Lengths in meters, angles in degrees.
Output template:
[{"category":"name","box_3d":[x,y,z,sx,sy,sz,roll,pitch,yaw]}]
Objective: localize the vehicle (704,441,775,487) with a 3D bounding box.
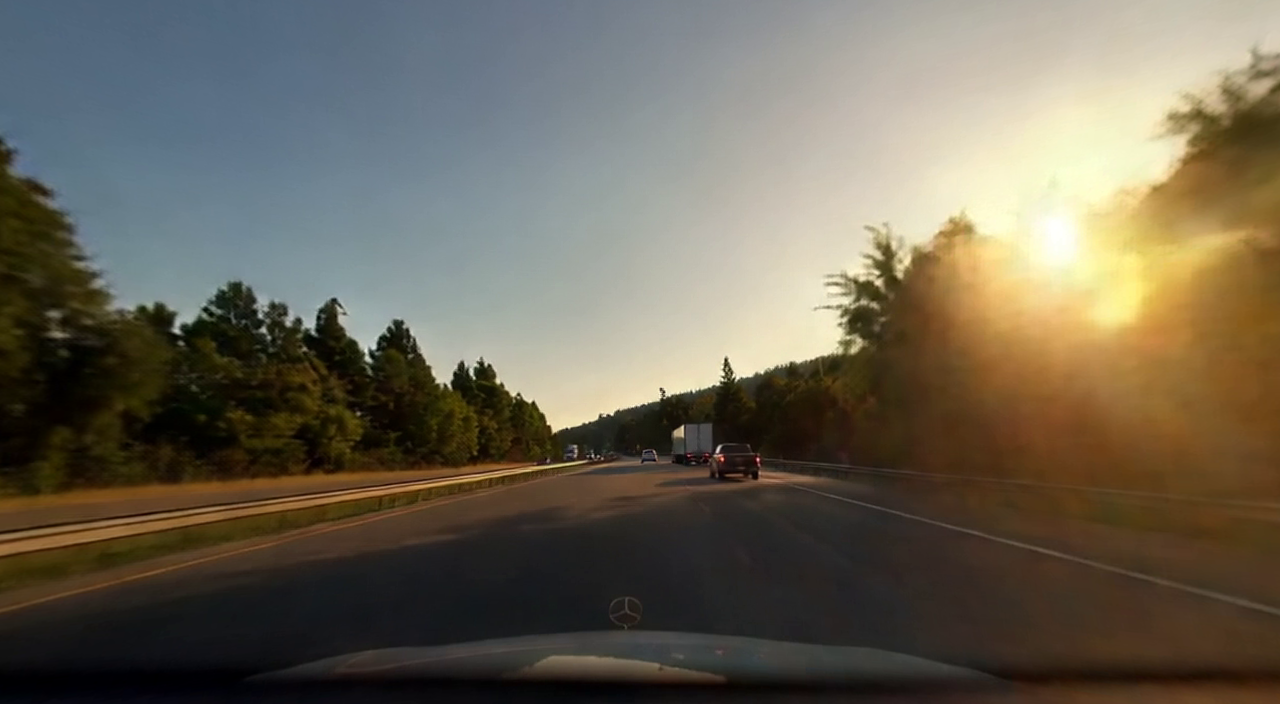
[{"category":"vehicle","box_3d":[3.831,4.403,25.068,2.096,1.653,4.185,0,-9,0]}]
